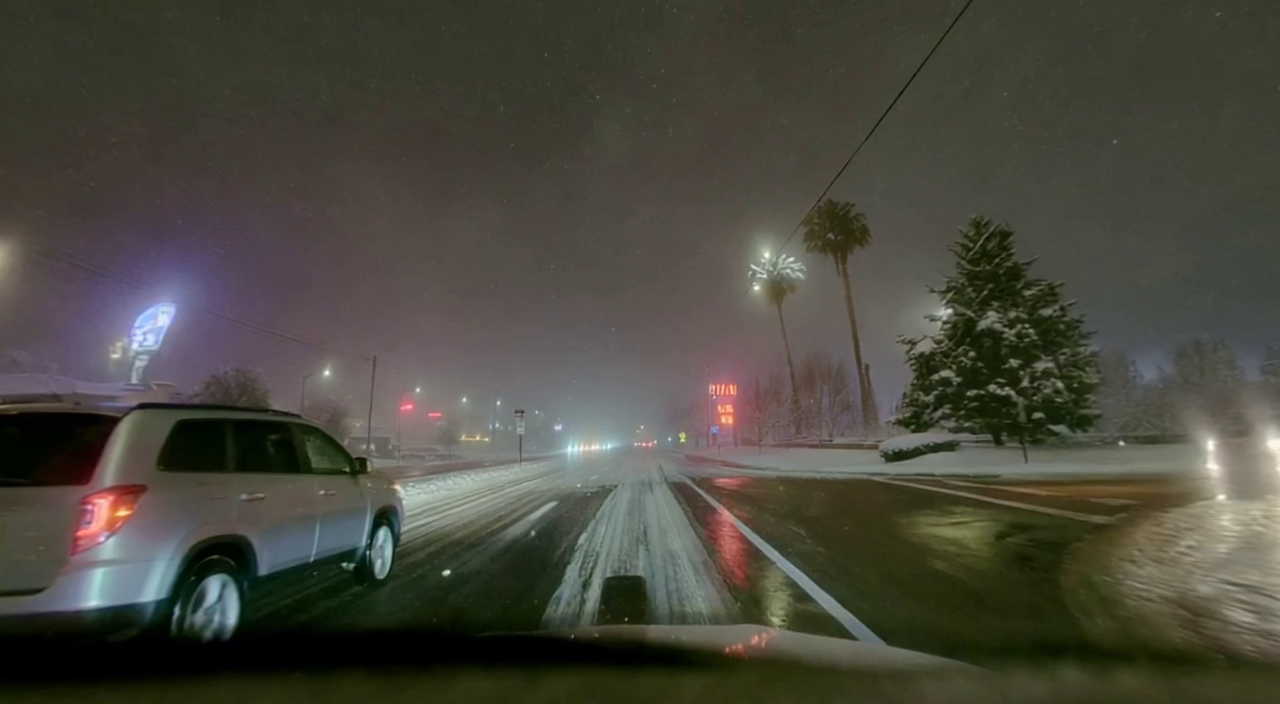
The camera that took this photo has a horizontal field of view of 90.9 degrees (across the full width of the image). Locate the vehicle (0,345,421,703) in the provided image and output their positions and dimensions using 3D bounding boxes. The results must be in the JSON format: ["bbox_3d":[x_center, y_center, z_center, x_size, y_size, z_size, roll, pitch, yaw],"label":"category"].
[{"bbox_3d":[-3.517,1.154,4.701,2.062,1.693,4.669,0,-8,0],"label":"vehicle"}]
